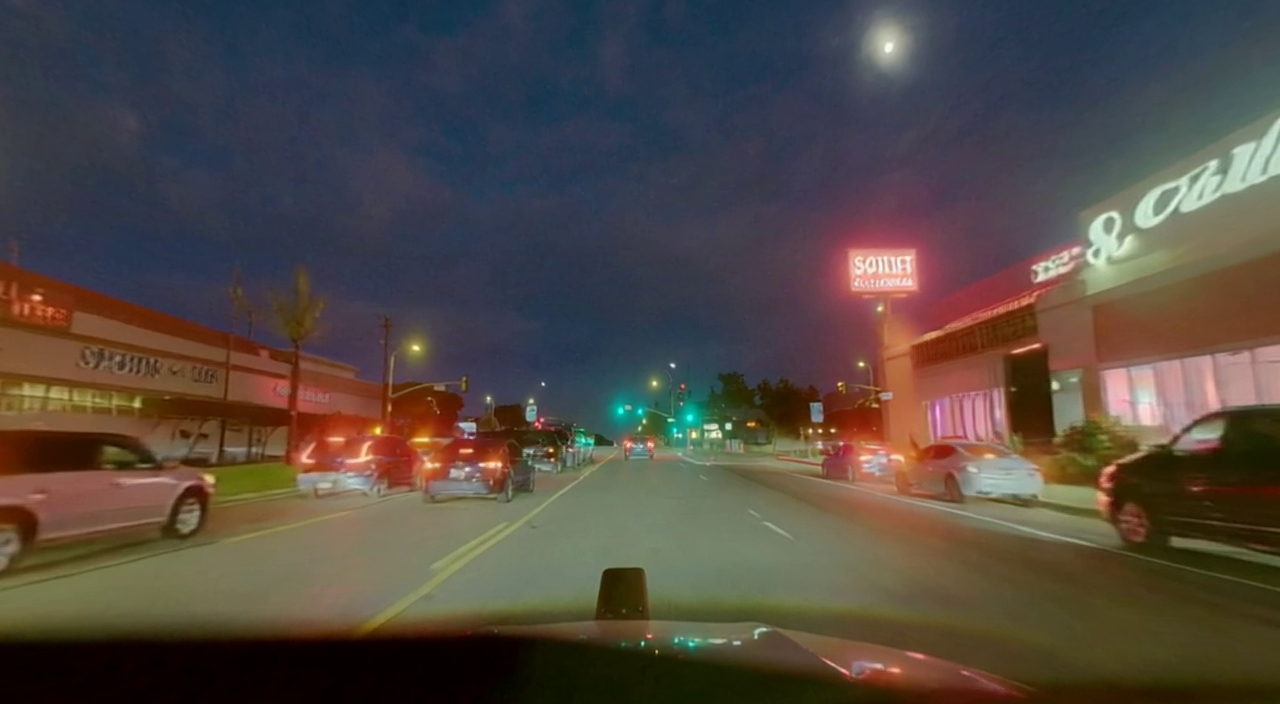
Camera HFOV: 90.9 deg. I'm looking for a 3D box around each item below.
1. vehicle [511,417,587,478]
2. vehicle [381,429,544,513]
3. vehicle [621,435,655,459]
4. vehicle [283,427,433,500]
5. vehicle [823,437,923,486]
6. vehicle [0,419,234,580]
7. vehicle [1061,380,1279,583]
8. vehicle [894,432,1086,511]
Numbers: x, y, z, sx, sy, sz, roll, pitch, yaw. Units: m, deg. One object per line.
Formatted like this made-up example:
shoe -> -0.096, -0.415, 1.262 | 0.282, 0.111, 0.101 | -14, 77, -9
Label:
vehicle -> -3.290, 3.595, 23.801 | 2.158, 2.040, 4.511 | 0, -8, 0
vehicle -> -3.516, 2.460, 13.553 | 2.044, 1.462, 4.624 | 0, -8, 2
vehicle -> -0.101, 6.187, 41.079 | 2.092, 1.497, 4.446 | 0, -8, 1
vehicle -> -6.631, 2.653, 15.389 | 1.668, 1.525, 4.168 | 0, -8, 1
vehicle -> 7.778, 3.687, 21.506 | 1.888, 1.496, 4.294 | 0, -8, 2
vehicle -> -7.046, 1.556, 7.027 | 2.071, 1.501, 4.339 | 0, -8, 1
vehicle -> 7.285, 1.262, 6.185 | 2.256, 1.936, 5.838 | 0, -8, 0
vehicle -> 7.812, 2.691, 14.693 | 1.985, 1.549, 4.404 | 0, -8, 1
